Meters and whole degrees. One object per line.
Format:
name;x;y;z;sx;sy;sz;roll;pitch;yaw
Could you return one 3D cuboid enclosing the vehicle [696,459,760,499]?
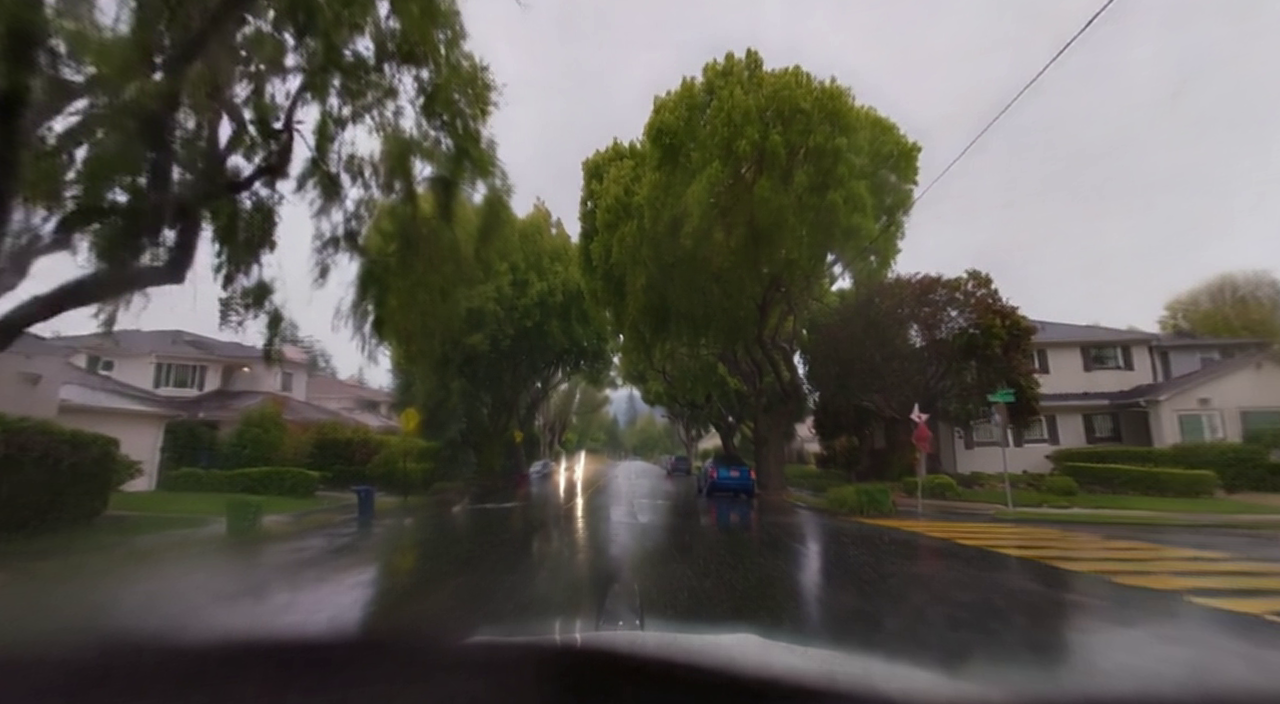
vehicle;3.668;5.400;27.154;1.961;1.472;4.434;0;-8;-2
